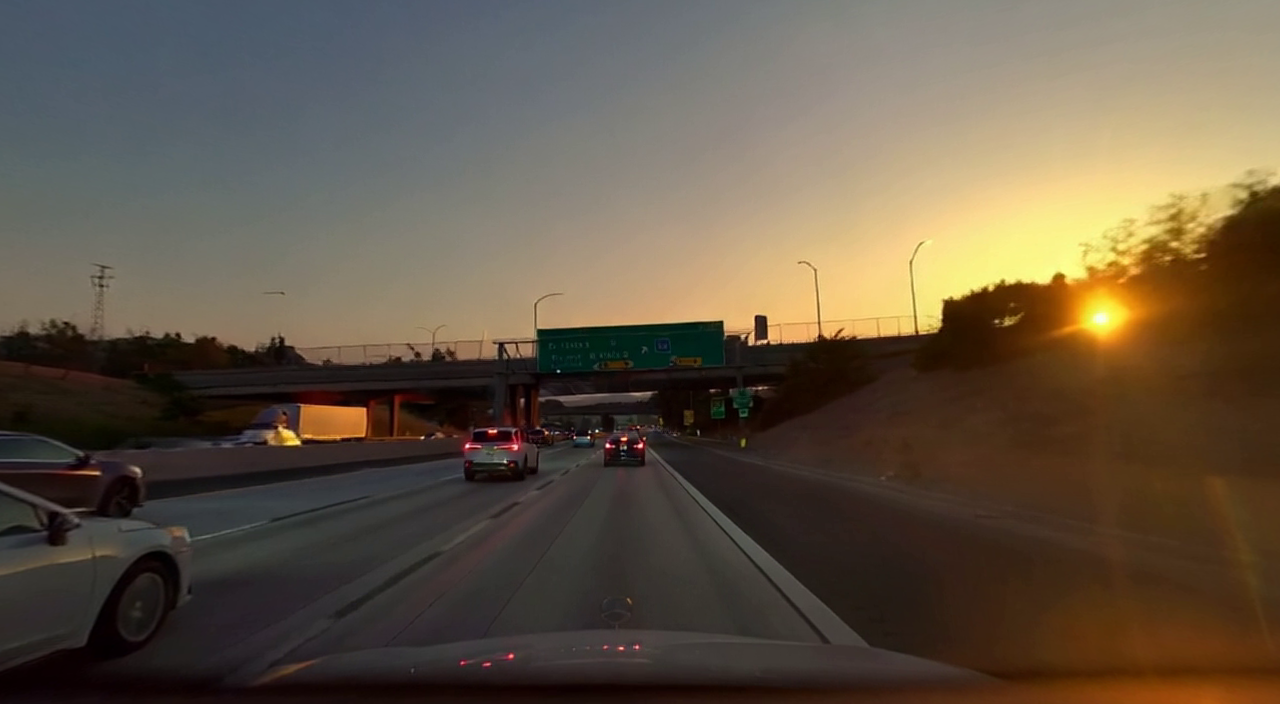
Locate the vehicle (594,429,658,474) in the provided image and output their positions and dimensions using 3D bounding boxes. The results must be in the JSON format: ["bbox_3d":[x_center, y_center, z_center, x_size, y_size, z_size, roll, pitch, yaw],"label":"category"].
[{"bbox_3d":[-0.481,3.484,22.360,2.070,1.452,3.834,0,-8,-1],"label":"vehicle"}]

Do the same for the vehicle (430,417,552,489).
[{"bbox_3d":[-3.878,2.718,17.312,2.154,1.690,4.595,0,-8,1],"label":"vehicle"}]

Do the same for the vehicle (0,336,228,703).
[{"bbox_3d":[-3.759,0.696,1.925,2.107,1.703,4.274,0,-8,-1],"label":"vehicle"}]

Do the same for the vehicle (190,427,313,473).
[{"bbox_3d":[-15.486,3.906,25.435,2.078,1.665,4.538,0,-8,0],"label":"vehicle"}]

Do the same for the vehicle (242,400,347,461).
[{"bbox_3d":[-24.070,5.574,44.356,3.143,3.921,7.226,0,-8,0],"label":"vehicle"}]
